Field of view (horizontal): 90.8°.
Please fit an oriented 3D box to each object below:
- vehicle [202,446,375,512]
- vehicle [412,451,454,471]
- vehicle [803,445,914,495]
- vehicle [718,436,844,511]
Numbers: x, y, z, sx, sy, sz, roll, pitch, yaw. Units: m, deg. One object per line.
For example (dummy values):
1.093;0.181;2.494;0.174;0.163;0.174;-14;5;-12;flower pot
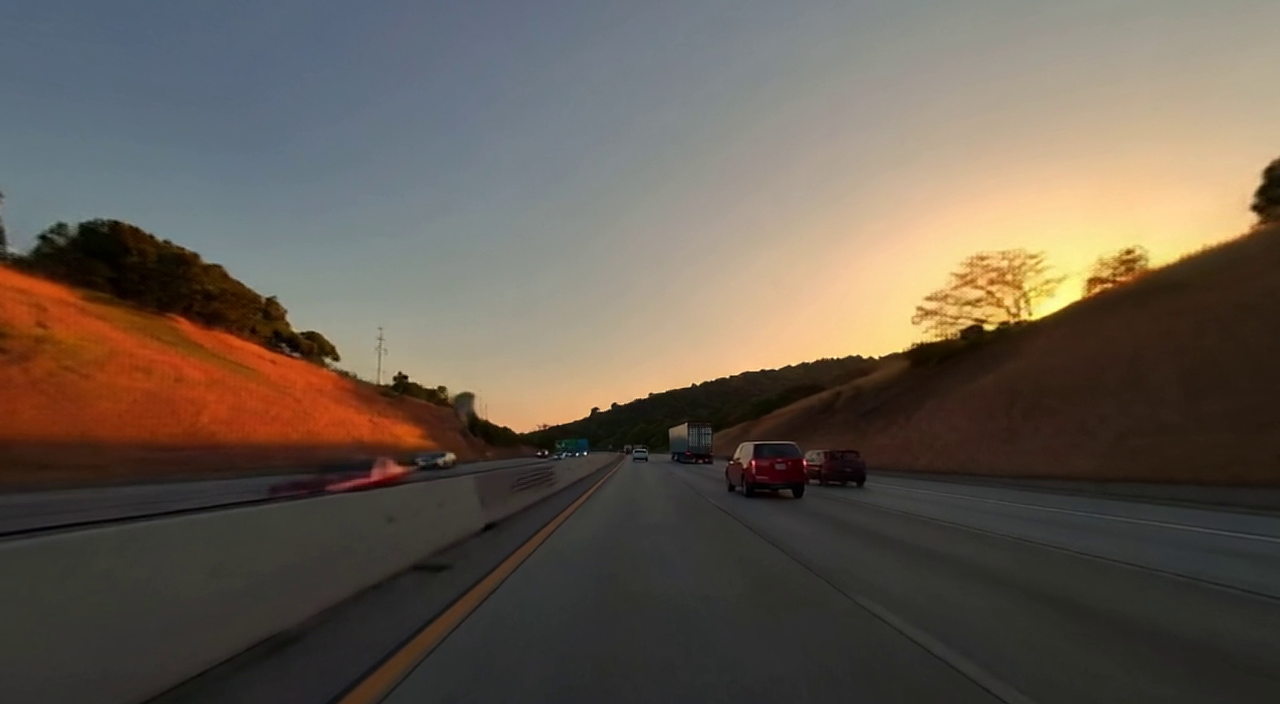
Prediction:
-8.917;3.228;16.588;1.930;1.468;4.495;0;-9;0;vehicle
-15.594;8.217;47.721;1.856;1.488;4.033;0;-9;-1;vehicle
7.162;3.907;21.283;2.024;1.471;4.618;0;-9;-1;vehicle
3.452;3.090;16.481;2.130;1.658;4.537;0;-9;-2;vehicle
